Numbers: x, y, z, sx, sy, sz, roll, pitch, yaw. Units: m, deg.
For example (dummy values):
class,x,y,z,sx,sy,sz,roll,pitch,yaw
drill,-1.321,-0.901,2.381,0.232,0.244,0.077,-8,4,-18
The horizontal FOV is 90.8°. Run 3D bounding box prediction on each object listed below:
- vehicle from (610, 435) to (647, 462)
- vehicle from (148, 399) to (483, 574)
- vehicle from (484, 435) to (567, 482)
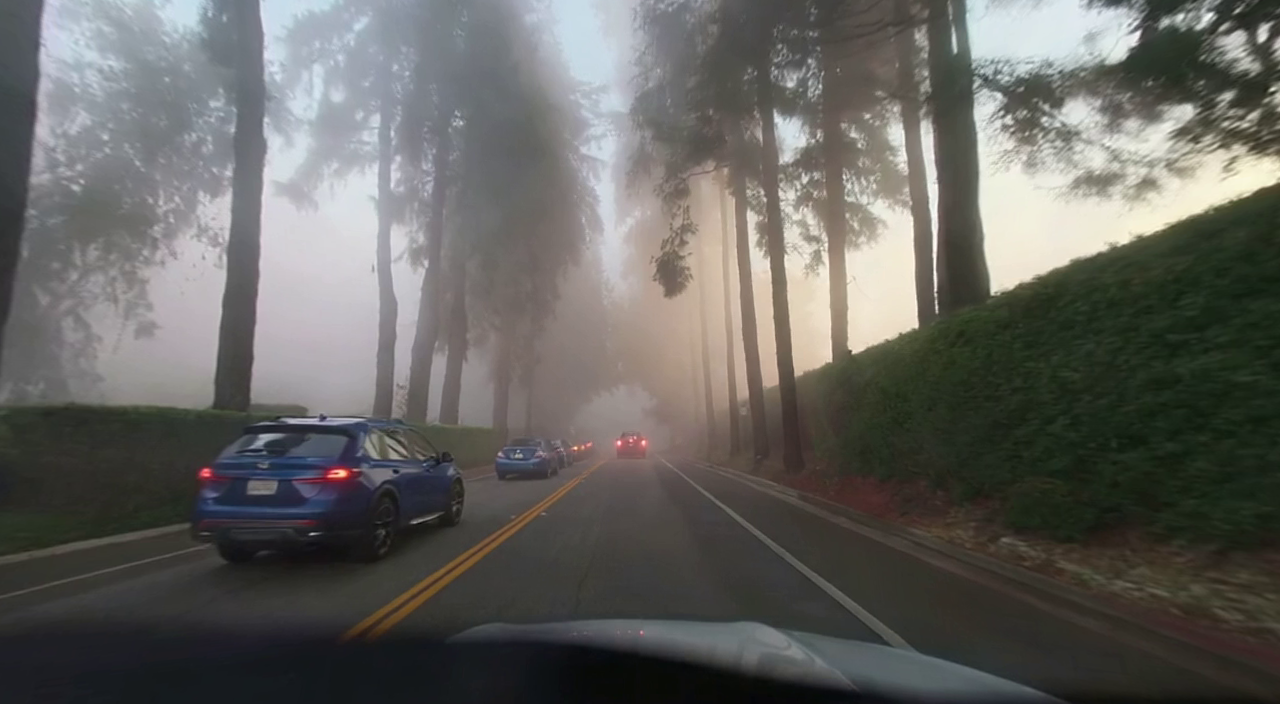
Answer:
class,x,y,z,sx,sy,sz,roll,pitch,yaw
vehicle,-0.679,5.796,37.998,2.127,1.517,4.090,0,-8,-1
vehicle,-3.730,1.635,8.429,2.126,1.707,4.317,0,-8,0
vehicle,-3.819,3.640,21.868,2.030,1.452,4.312,0,-8,1
